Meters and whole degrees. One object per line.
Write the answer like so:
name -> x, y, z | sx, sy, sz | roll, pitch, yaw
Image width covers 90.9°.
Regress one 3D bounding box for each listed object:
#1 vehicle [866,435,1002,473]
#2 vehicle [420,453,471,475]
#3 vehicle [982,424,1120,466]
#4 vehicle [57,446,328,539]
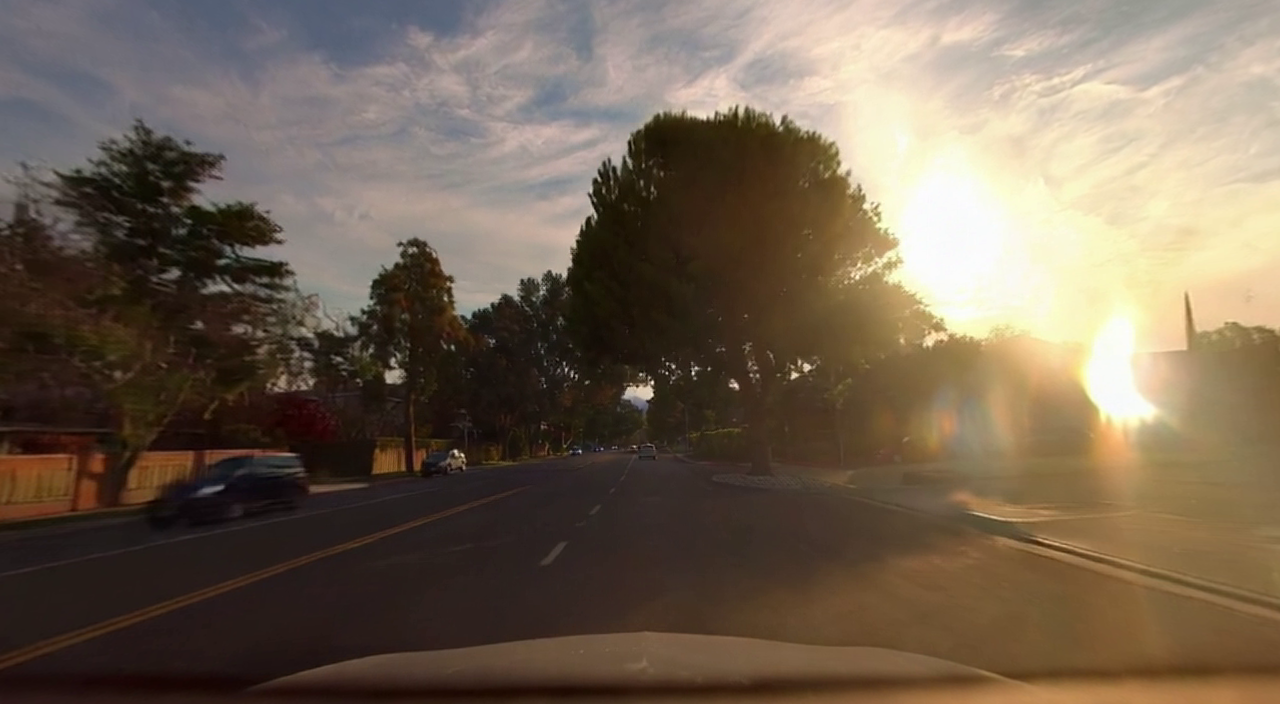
vehicle -> 13.429, 4.679, 29.063 | 5.177, 1.468, 2.090 | -3, -7, 3
vehicle -> -14.049, 8.100, 45.677 | 2.557, 1.485, 2.907 | -2, -9, 5
vehicle -> 18.910, 4.318, 29.146 | 4.821, 1.832, 2.196 | 1, -9, -1
vehicle -> -8.670, 2.710, 12.966 | 1.961, 1.518, 4.846 | 0, -9, 1
